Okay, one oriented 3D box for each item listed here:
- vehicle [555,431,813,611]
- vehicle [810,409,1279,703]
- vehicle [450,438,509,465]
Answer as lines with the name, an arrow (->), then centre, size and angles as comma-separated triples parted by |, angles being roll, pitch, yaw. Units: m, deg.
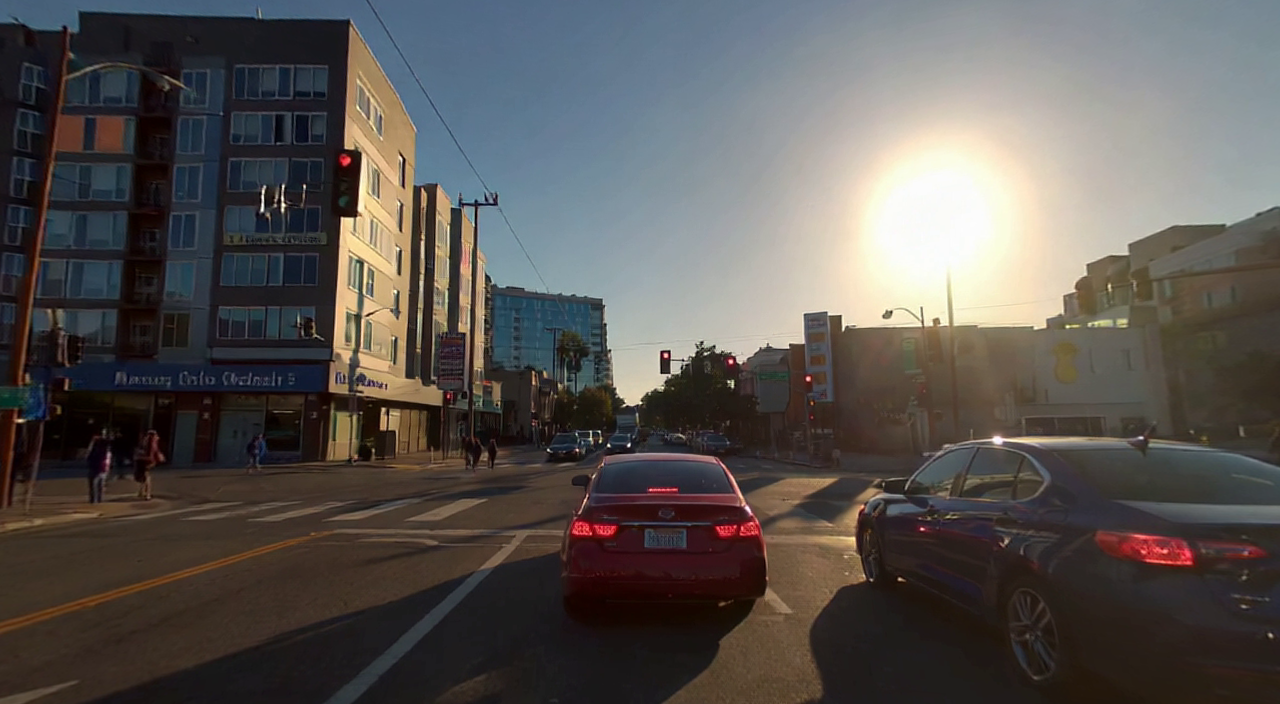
vehicle -> 0.290, 1.696, 7.301 | 2.132, 1.464, 4.089 | 0, -8, -2
vehicle -> 2.820, 1.286, 4.551 | 1.961, 1.498, 4.356 | 0, -8, 0
vehicle -> -9.997, 6.254, 39.559 | 2.030, 1.596, 3.912 | -2, -9, 11
